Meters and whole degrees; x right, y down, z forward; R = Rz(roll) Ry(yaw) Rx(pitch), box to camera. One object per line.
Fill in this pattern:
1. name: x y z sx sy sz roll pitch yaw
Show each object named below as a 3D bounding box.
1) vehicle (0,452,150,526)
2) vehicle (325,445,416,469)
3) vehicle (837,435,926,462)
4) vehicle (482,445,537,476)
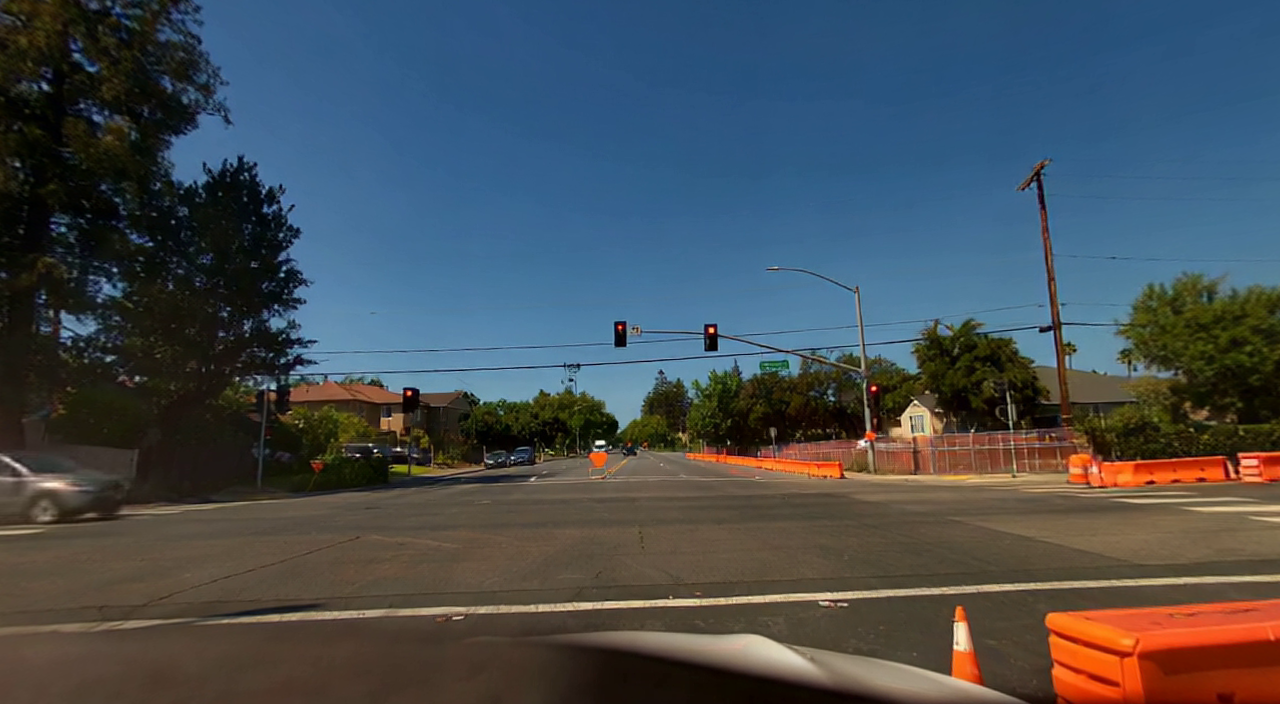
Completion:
1. vehicle: -14.294 3.019 14.152 4.860 1.483 2.077 0 -8 -1
2. vehicle: -16.392 6.377 38.598 4.713 1.409 1.918 0 -8 -2
3. vehicle: 15.376 6.175 40.326 4.892 1.656 1.856 0 -8 0
4. vehicle: -6.605 5.531 32.397 1.881 1.452 4.121 0 -8 0
